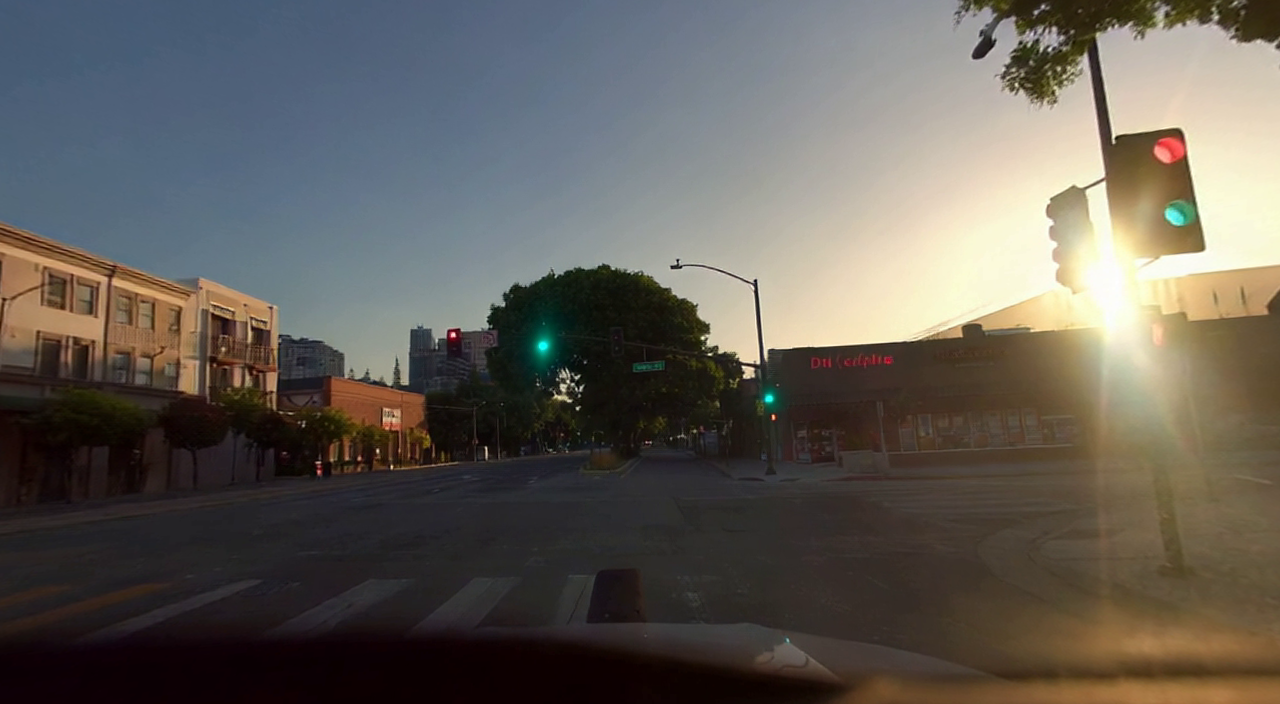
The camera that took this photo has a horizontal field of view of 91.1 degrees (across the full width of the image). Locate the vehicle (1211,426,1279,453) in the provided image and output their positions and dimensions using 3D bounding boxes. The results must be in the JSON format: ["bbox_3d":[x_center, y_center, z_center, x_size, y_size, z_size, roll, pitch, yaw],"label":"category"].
[{"bbox_3d":[35.306,4.907,35.256,4.493,1.453,1.849,0,-8,2],"label":"vehicle"}]
